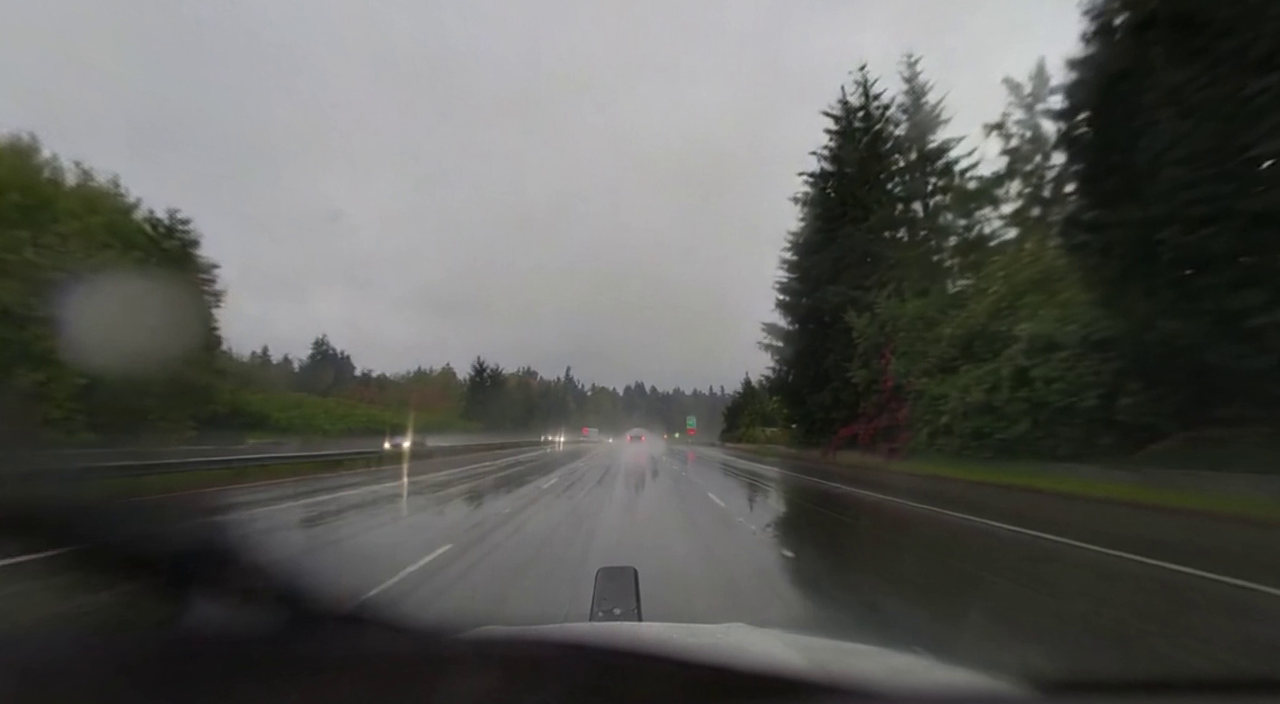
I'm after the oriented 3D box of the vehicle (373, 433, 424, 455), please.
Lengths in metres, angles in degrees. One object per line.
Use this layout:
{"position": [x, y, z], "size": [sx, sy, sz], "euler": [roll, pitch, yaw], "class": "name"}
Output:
{"position": [-17.771, 6.744, 46.498], "size": [1.952, 1.511, 4.682], "euler": [0, -8, -1], "class": "vehicle"}
